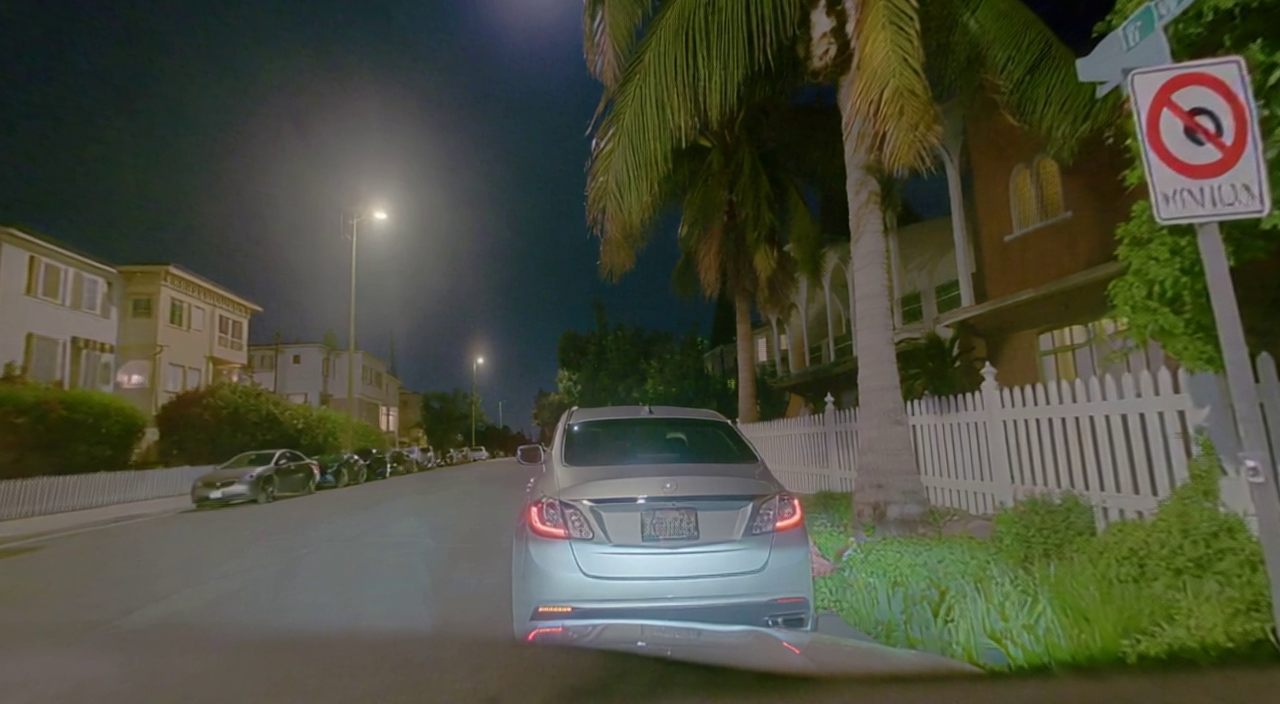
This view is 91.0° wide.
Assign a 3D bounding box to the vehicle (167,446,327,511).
[{"bbox_3d":[-11.401,3.650,18.805,2.017,1.627,5.039,1,-8,-7],"label":"vehicle"}]

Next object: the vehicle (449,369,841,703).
[{"bbox_3d":[-0.136,1.214,5.003,1.894,1.695,3.795,1,-8,-6],"label":"vehicle"}]

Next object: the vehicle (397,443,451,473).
[{"bbox_3d":[-13.157,6.464,38.692,2.060,1.689,4.999,1,-8,-7],"label":"vehicle"}]

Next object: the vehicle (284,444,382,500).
[{"bbox_3d":[-12.148,4.710,25.285,2.048,1.485,4.757,-4,-4,-8],"label":"vehicle"}]
